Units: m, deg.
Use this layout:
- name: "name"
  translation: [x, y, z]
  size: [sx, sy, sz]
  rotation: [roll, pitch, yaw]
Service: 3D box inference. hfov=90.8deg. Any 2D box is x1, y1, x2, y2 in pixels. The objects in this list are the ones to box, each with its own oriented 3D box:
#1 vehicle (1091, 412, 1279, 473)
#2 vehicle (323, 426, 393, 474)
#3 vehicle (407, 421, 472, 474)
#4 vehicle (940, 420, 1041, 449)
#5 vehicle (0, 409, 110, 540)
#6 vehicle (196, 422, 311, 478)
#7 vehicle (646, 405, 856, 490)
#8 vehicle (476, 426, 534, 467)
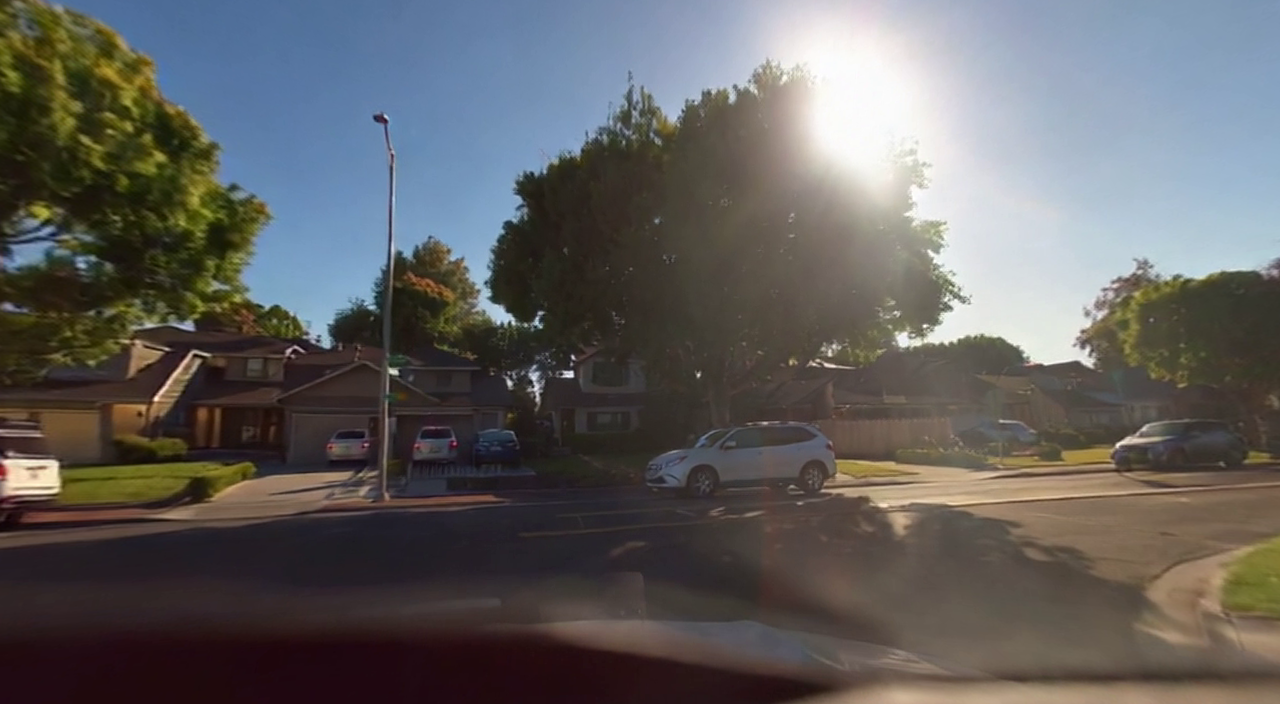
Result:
- name: "vehicle"
  translation: [18.159, 3.015, 21.096]
  size: [5.179, 1.847, 2.219]
  rotation: [2, -11, -19]
- name: "vehicle"
  translation: [-12.391, 4.356, 28.113]
  size: [2.391, 1.894, 5.075]
  rotation: [3, -10, -19]
- name: "vehicle"
  translation: [-8.490, 4.049, 26.840]
  size: [2.278, 1.969, 5.533]
  rotation: [3, -9, -17]
- name: "vehicle"
  translation: [20.028, 4.818, 36.321]
  size: [1.967, 1.523, 4.619]
  rotation: [6, -11, -32]
- name: "vehicle"
  translation: [-13.703, 2.210, 11.626]
  size: [5.419, 2.292, 2.272]
  rotation: [3, -8, -18]
- name: "vehicle"
  translation: [-15.748, 3.976, 25.598]
  size: [5.475, 2.043, 2.307]
  rotation: [-8, -12, 41]
- name: "vehicle"
  translation: [2.808, 2.522, 16.460]
  size: [4.919, 1.969, 2.104]
  rotation: [3, -10, -14]
- name: "vehicle"
  translation: [-6.221, 4.330, 28.778]
  size: [2.005, 1.699, 4.234]
  rotation: [3, -10, -19]
